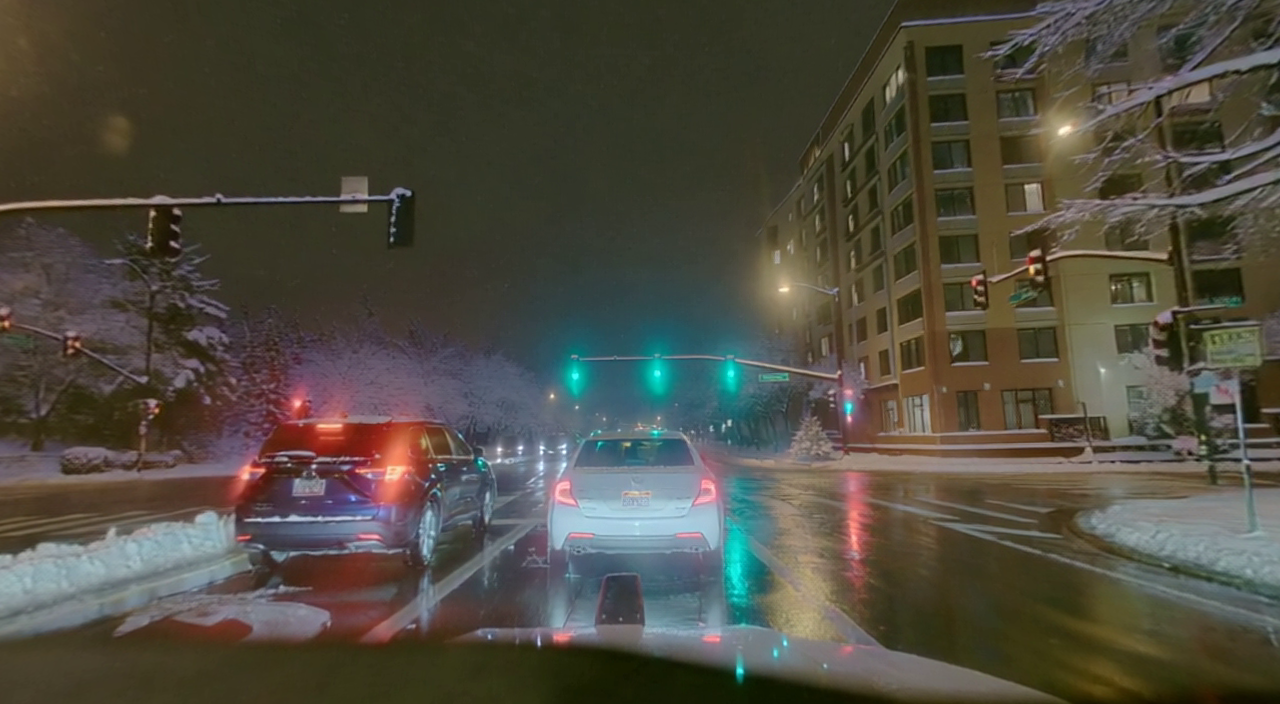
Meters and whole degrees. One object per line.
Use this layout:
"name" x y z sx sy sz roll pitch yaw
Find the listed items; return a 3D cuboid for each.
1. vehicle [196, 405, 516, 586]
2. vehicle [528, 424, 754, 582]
"vehicle" -3.174 1.704 8.343 2.081 1.719 4.434 0 -8 1
"vehicle" 0.024 1.762 8.146 2.190 1.522 3.850 0 -8 1
